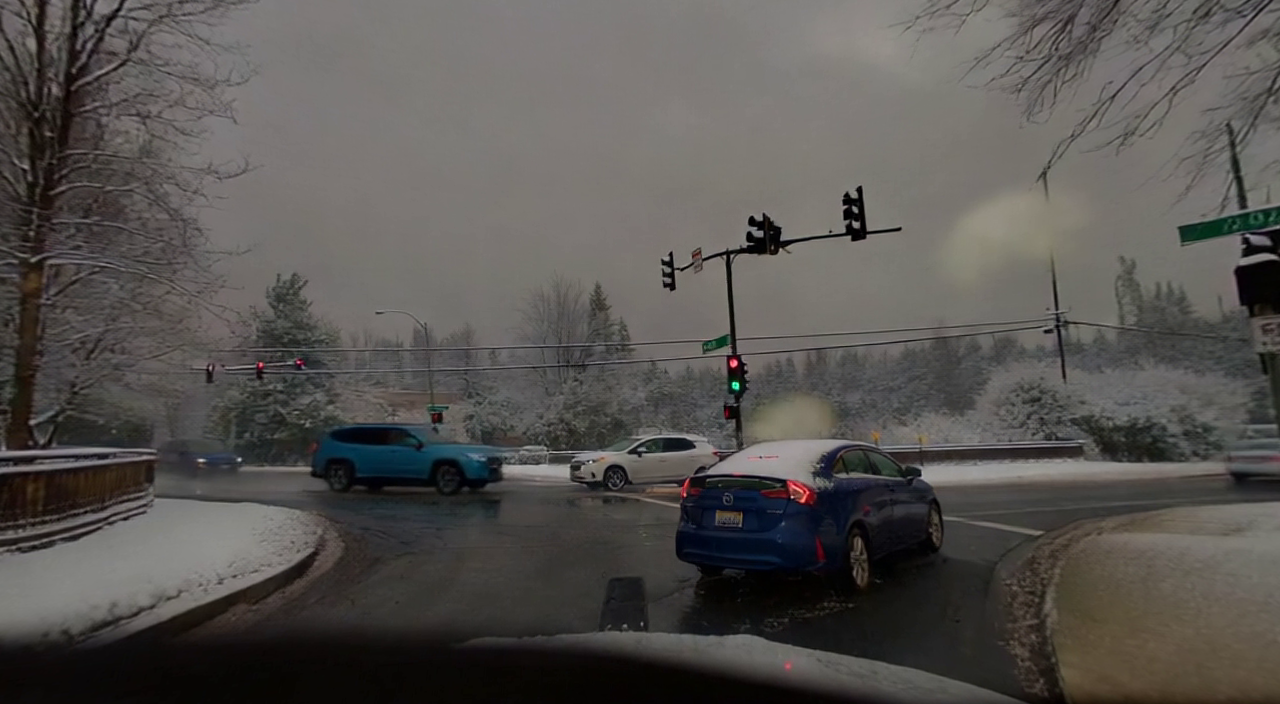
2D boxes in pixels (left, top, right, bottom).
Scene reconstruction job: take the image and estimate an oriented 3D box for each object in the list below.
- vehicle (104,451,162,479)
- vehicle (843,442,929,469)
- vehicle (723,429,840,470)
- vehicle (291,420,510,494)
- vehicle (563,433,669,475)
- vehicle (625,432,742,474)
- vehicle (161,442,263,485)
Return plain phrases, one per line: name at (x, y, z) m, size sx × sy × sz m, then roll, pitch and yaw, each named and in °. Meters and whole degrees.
vehicle at (-29.929, 6.629, 37.148) m, size 4.589 × 1.462 × 1.953 m, roll -8°, pitch -12°, yaw 43°
vehicle at (13.837, 5.791, 35.418) m, size 4.457 × 1.429 × 1.862 m, roll 4°, pitch -9°, yaw -26°
vehicle at (7.319, 5.063, 32.540) m, size 5.791 × 1.964 × 2.199 m, roll 5°, pitch -10°, yaw -26°
vehicle at (-6.636, 2.899, 17.657) m, size 5.332 × 1.807 × 2.450 m, roll -3°, pitch -9°, yaw 19°
vehicle at (-1.063, 4.583, 28.507) m, size 4.360 × 1.749 × 1.895 m, roll 4°, pitch -10°, yaw -28°
vehicle at (1.813, 4.151, 26.150) m, size 4.483 × 1.589 × 1.852 m, roll 4°, pitch -9°, yaw -25°
vehicle at (-16.380, 4.176, 24.014) m, size 4.826 × 1.484 × 2.000 m, roll -8°, pitch -11°, yaw 42°
